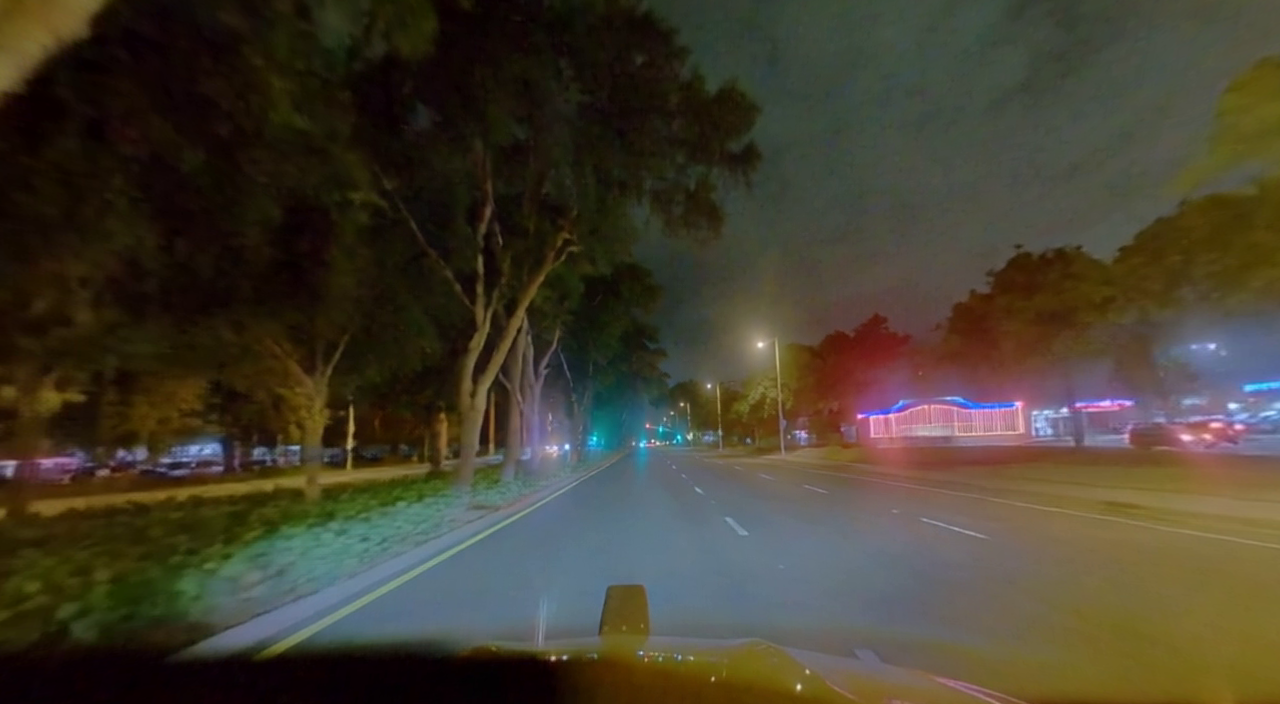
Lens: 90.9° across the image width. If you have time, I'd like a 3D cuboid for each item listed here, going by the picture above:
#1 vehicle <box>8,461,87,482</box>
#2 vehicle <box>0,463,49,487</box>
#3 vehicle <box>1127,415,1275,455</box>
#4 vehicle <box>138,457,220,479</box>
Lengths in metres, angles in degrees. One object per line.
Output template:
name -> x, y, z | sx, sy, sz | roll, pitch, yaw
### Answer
vehicle -> -46.844, 9.457, 49.977 | 1.843, 1.525, 4.352 | 0, -9, 4
vehicle -> -44.276, 8.590, 44.068 | 1.784, 1.486, 4.167 | 0, -8, 1
vehicle -> 31.855, 4.756, 35.969 | 6.116, 1.924, 2.287 | -3, -7, 1
vehicle -> -31.009, 7.855, 42.493 | 3.970, 1.408, 1.825 | 1, -11, -7
